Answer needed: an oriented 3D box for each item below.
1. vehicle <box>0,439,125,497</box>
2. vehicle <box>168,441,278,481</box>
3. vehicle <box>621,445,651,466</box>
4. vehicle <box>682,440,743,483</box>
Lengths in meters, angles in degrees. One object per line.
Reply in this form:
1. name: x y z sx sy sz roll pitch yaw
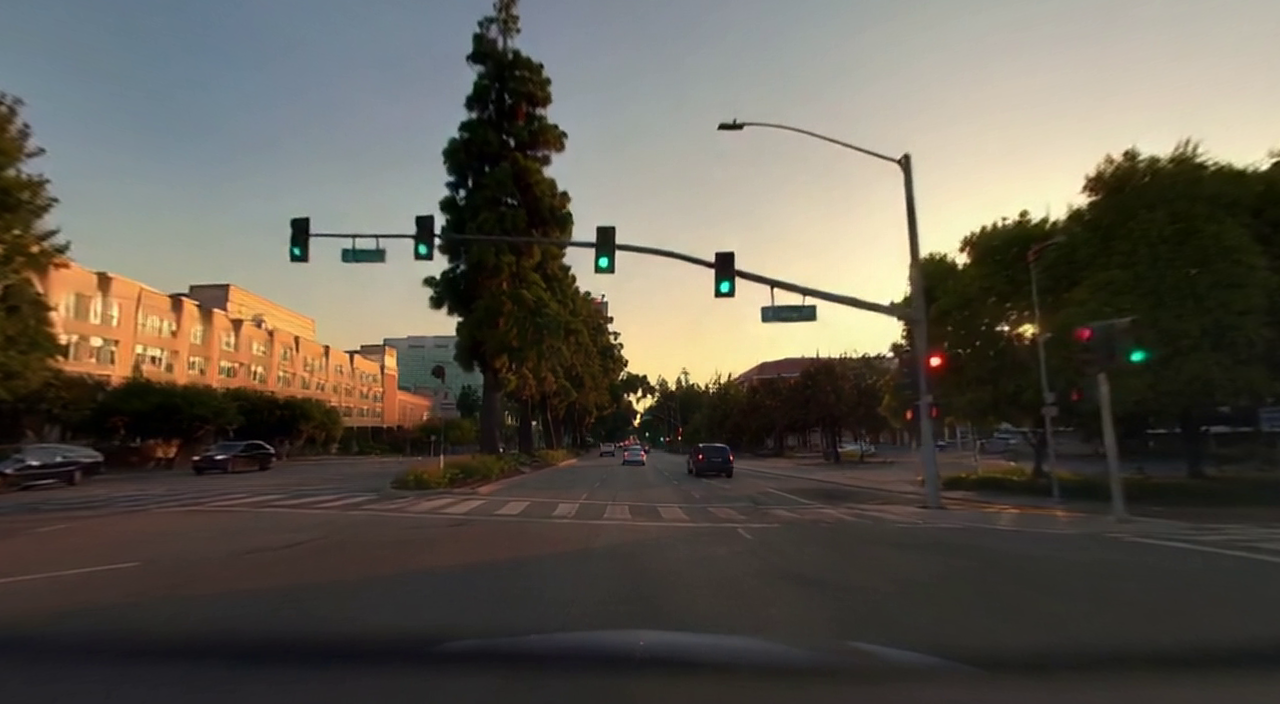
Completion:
1. vehicle: -22.901 4.277 23.473 2.598 1.924 5.802 -1 -9 0
2. vehicle: -19.273 5.028 29.471 2.048 1.686 4.427 0 -9 0
3. vehicle: -0.308 7.459 45.742 2.039 1.455 3.826 1 -8 -1
4. vehicle: 3.177 4.903 28.615 2.181 1.781 4.257 1 -8 -1
